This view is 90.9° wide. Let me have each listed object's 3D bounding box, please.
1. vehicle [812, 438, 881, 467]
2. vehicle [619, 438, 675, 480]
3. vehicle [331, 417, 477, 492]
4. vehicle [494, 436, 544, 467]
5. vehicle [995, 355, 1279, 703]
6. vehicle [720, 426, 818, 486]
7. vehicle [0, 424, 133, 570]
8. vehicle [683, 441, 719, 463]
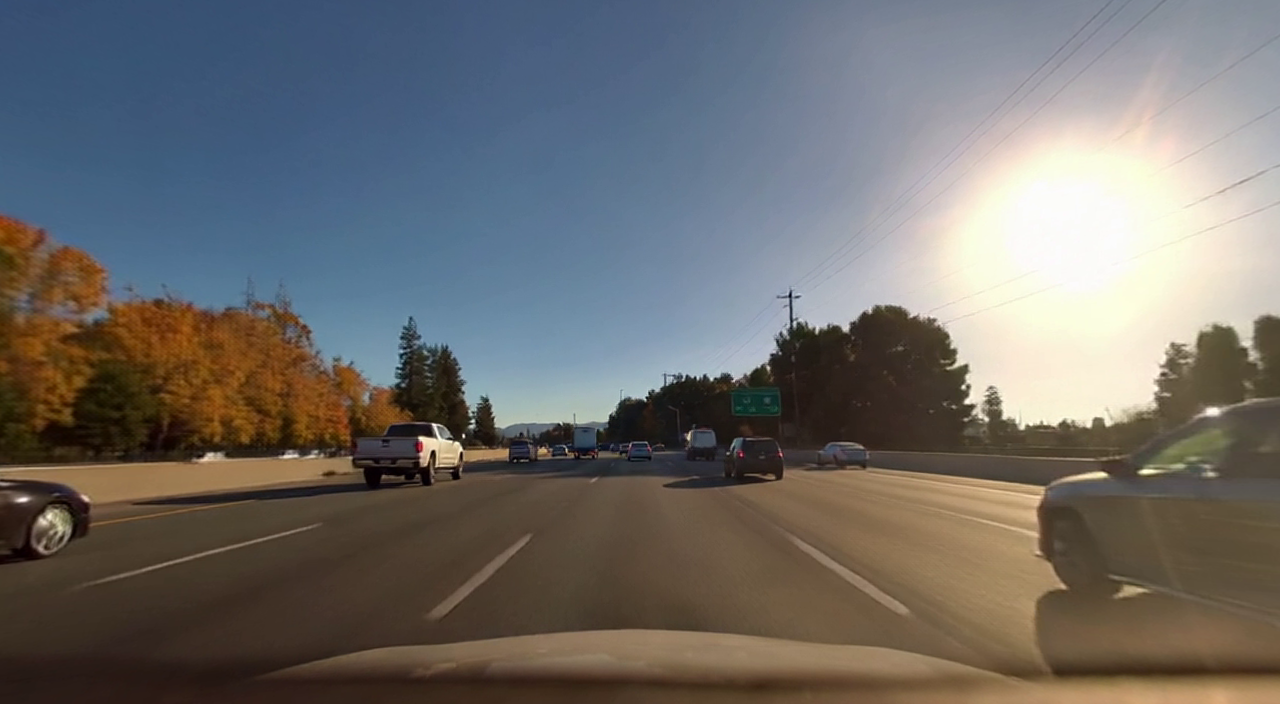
[{"bbox_3d":[11.411,5.600,35.268,2.117,1.491,4.830,0,-9,-1],"label":"vehicle"},{"bbox_3d":[0.245,4.076,24.244,1.966,1.444,3.986,0,-9,0],"label":"vehicle"},{"bbox_3d":[-6.958,3.135,19.522,2.269,1.936,5.777,0,-9,0],"label":"vehicle"},{"bbox_3d":[-6.950,5.772,36.799,1.978,1.680,4.263,0,-9,1],"label":"vehicle"},{"bbox_3d":[3.948,0.880,3.001,2.002,1.691,4.290,0,-9,0],"label":"vehicle"},{"bbox_3d":[4.132,3.433,21.101,2.195,1.778,4.455,0,-9,-2],"label":"vehicle"},{"bbox_3d":[-7.533,1.405,5.915,1.911,1.479,4.312,0,-9,1],"label":"vehicle"},{"bbox_3d":[3.993,6.617,41.831,1.895,1.429,3.908,0,-9,-1],"label":"vehicle"}]
